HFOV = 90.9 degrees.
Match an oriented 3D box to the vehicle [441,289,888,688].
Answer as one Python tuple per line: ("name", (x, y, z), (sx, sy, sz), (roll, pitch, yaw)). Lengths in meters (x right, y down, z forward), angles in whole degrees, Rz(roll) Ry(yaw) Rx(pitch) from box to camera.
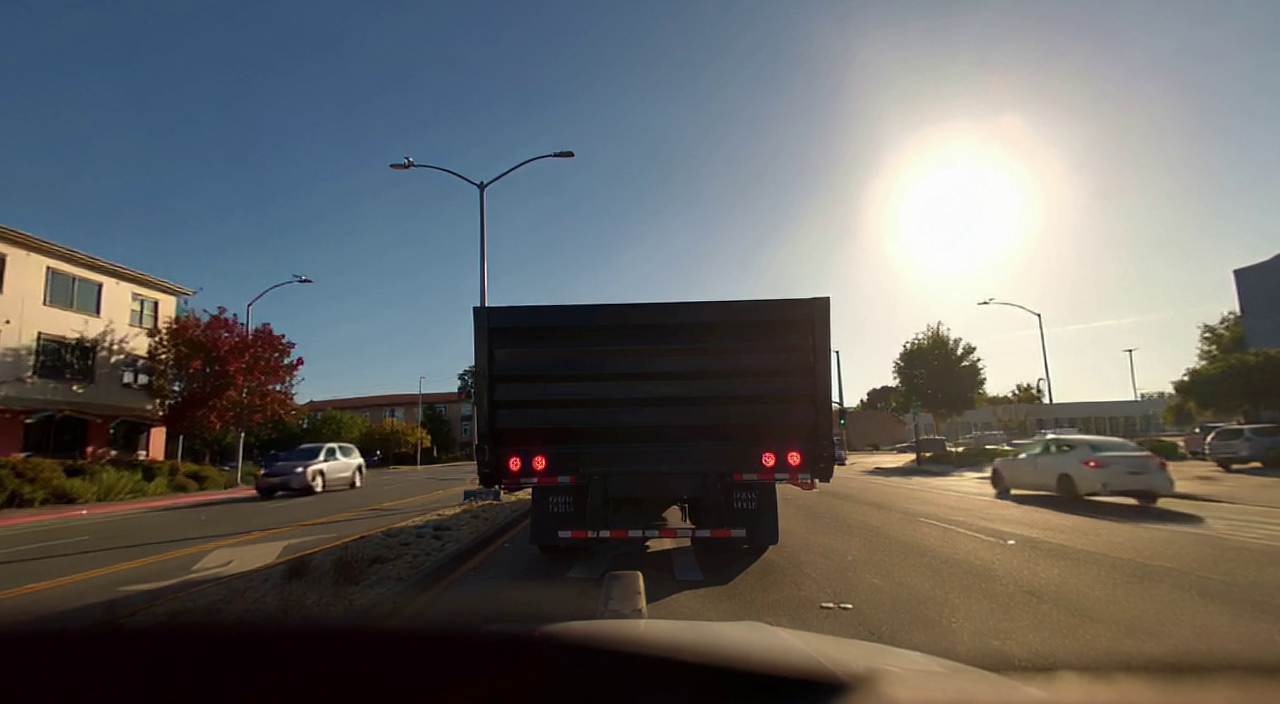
("vehicle", (0.287, 1.303, 7.374), (2.650, 2.391, 7.008), (-1, -8, 3))

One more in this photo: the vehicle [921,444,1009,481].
("vehicle", (14.169, 4.804, 27.761), (1.777, 1.488, 4.081), (-1, -8, 1))

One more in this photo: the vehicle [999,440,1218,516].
("vehicle", (10.350, 2.776, 14.427), (1.907, 1.465, 4.077), (-1, -8, 1))

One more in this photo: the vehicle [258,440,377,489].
("vehicle", (-14.325, 5.004, 28.580), (2.218, 1.926, 5.753), (-1, -8, 2))
